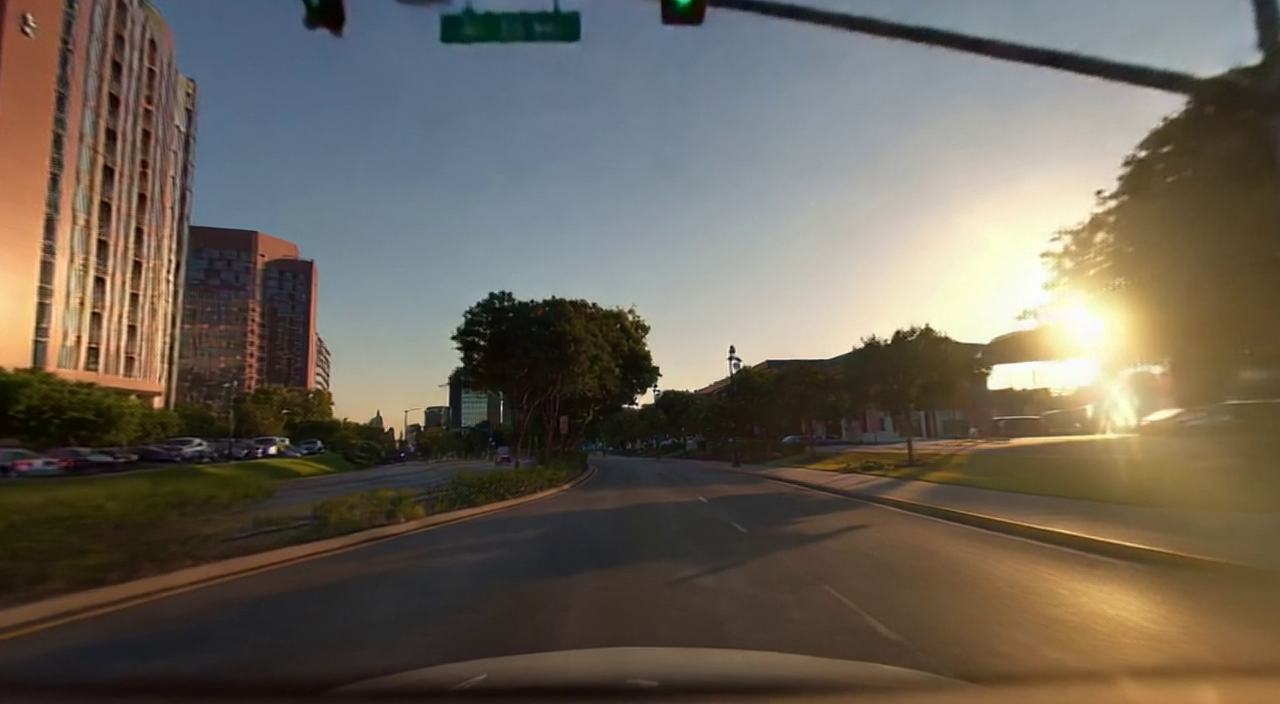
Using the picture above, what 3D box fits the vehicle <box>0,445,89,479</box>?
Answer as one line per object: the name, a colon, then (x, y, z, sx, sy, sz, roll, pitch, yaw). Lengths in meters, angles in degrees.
vehicle: (-29.067, 5.108, 29.388, 4.652, 1.489, 1.992, 0, -8, -2)
